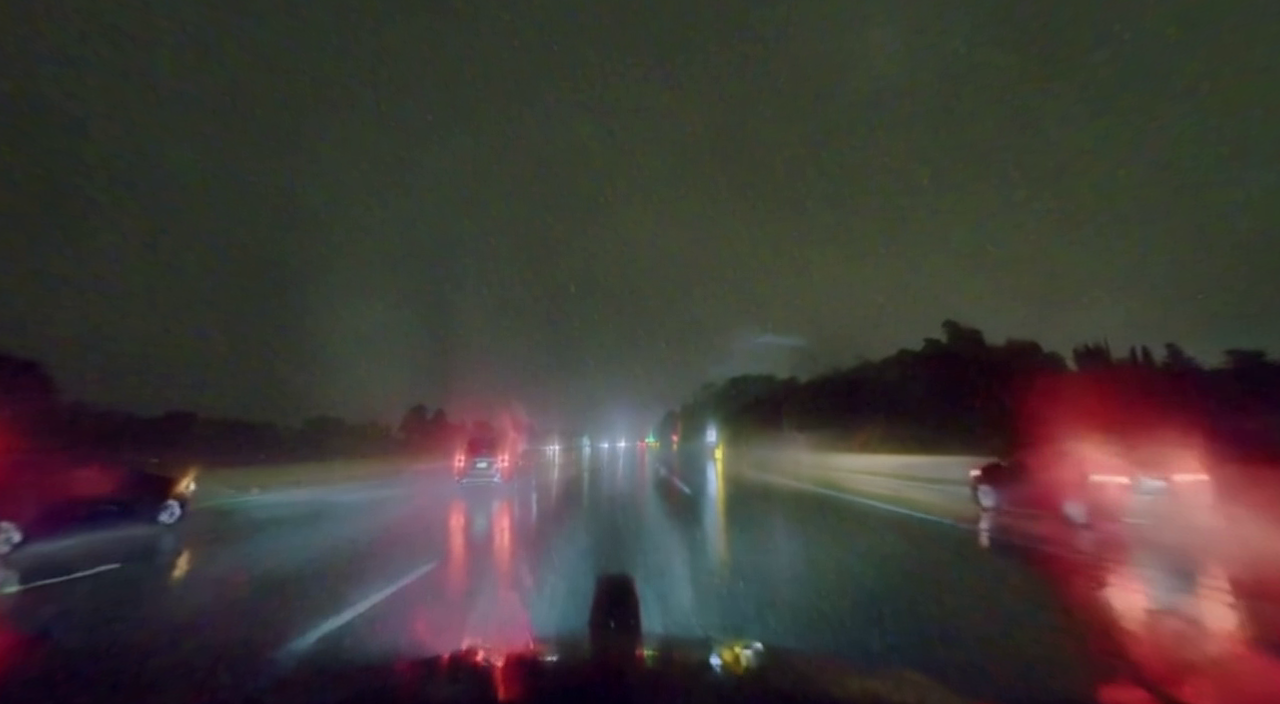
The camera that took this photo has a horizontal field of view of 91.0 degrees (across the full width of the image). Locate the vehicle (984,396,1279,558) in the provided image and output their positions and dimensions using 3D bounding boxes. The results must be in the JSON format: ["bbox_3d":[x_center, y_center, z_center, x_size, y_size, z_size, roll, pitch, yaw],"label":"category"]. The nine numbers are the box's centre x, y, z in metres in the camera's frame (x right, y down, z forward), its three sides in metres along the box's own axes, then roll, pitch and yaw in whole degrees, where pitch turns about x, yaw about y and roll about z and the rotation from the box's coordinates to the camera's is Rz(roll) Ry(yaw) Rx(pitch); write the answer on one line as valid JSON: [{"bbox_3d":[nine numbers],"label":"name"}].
[{"bbox_3d":[7.407,1.602,8.761,2.136,1.641,4.964,0,-8,-4],"label":"vehicle"}]

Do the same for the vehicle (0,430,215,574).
[{"bbox_3d":[-7.824,1.749,7.712,1.924,1.519,4.791,0,-8,-1],"label":"vehicle"}]

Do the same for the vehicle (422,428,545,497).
[{"bbox_3d":[-4.244,3.082,18.052,2.200,1.662,5.091,0,-8,0],"label":"vehicle"}]
